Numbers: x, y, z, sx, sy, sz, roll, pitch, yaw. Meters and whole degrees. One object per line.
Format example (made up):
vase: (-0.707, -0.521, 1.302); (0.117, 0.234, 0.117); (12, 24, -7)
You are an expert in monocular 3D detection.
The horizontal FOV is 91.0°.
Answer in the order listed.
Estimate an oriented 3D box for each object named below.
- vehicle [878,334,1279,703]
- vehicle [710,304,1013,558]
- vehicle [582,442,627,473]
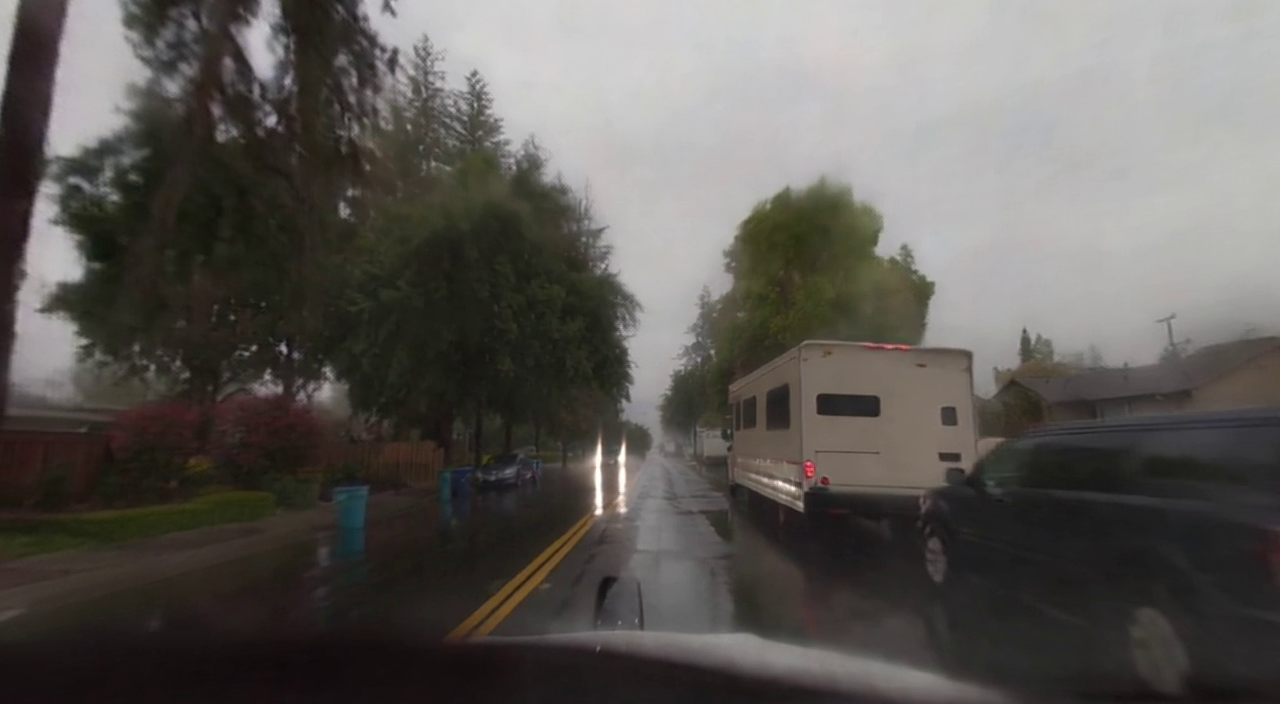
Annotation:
vehicle: (3.475, 1.102, 4.211); (1.980, 1.782, 4.627); (0, -9, 1)
vehicle: (3.583, 1.838, 14.127); (3.052, 3.440, 11.052); (-1, -8, 2)
vehicle: (-2.037, 6.286, 37.716); (2.194, 1.763, 4.288); (-1, -9, 3)
